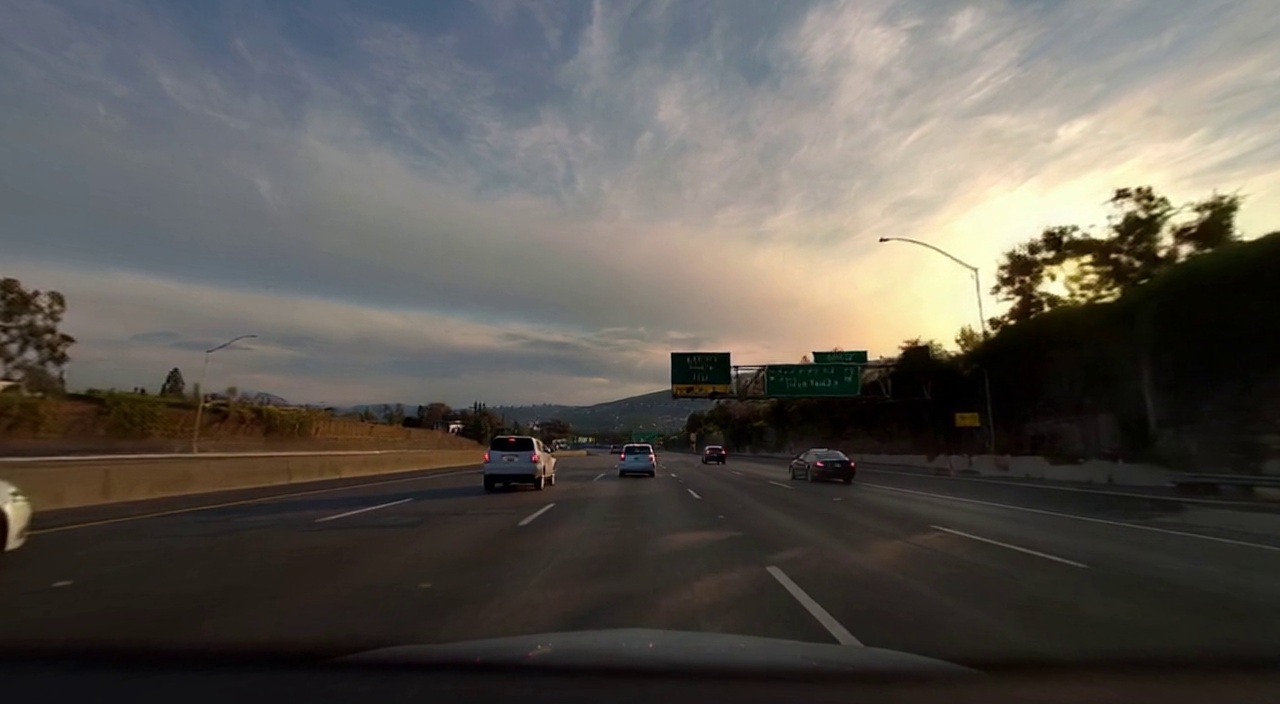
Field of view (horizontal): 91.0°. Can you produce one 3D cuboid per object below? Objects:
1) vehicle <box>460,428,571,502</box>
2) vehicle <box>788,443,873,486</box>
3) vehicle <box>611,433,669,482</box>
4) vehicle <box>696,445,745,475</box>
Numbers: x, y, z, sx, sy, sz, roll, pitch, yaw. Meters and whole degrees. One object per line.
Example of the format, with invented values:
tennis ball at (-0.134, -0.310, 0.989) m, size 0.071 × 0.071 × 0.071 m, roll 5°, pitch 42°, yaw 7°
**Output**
vehicle at (-3.263, 3.081, 17.505) m, size 2.142 × 1.759 × 4.297 m, roll 0°, pitch -9°, yaw 1°
vehicle at (7.279, 4.320, 24.507) m, size 1.936 × 1.480 × 4.373 m, roll 0°, pitch -9°, yaw 0°
vehicle at (0.026, 4.485, 26.947) m, size 2.270 × 1.862 × 4.949 m, roll 0°, pitch -9°, yaw 1°
vehicle at (4.197, 5.709, 33.485) m, size 2.005 × 1.456 × 4.287 m, roll 0°, pitch -9°, yaw 0°
